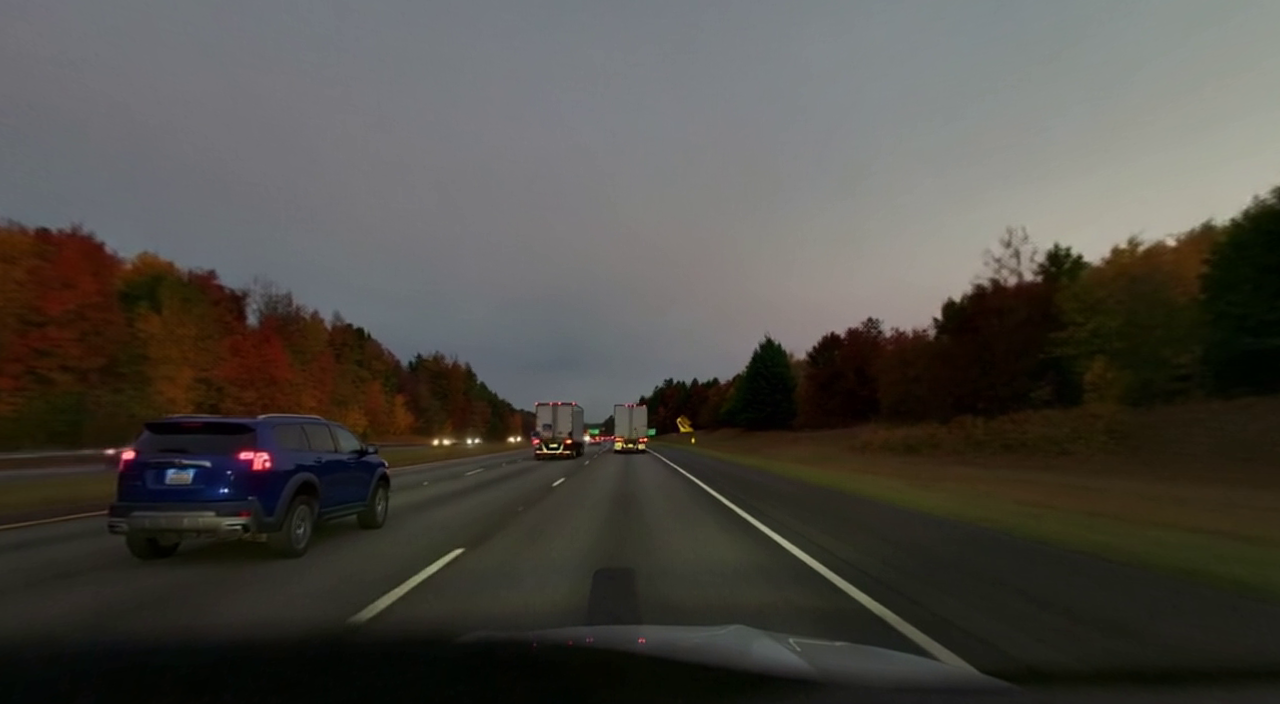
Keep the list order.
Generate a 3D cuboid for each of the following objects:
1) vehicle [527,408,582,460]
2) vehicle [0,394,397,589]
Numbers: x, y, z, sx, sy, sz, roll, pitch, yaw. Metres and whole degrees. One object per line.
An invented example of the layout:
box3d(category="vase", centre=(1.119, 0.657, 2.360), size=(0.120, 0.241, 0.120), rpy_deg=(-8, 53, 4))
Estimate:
box3d(category="vehicle", centre=(-4.779, 4.717, 36.114), size=(2.383, 2.726, 5.677), rpy_deg=(0, -8, 0))
box3d(category="vehicle", centre=(-4.920, 1.508, 7.750), size=(2.089, 1.669, 4.515), rpy_deg=(0, -8, -1))
